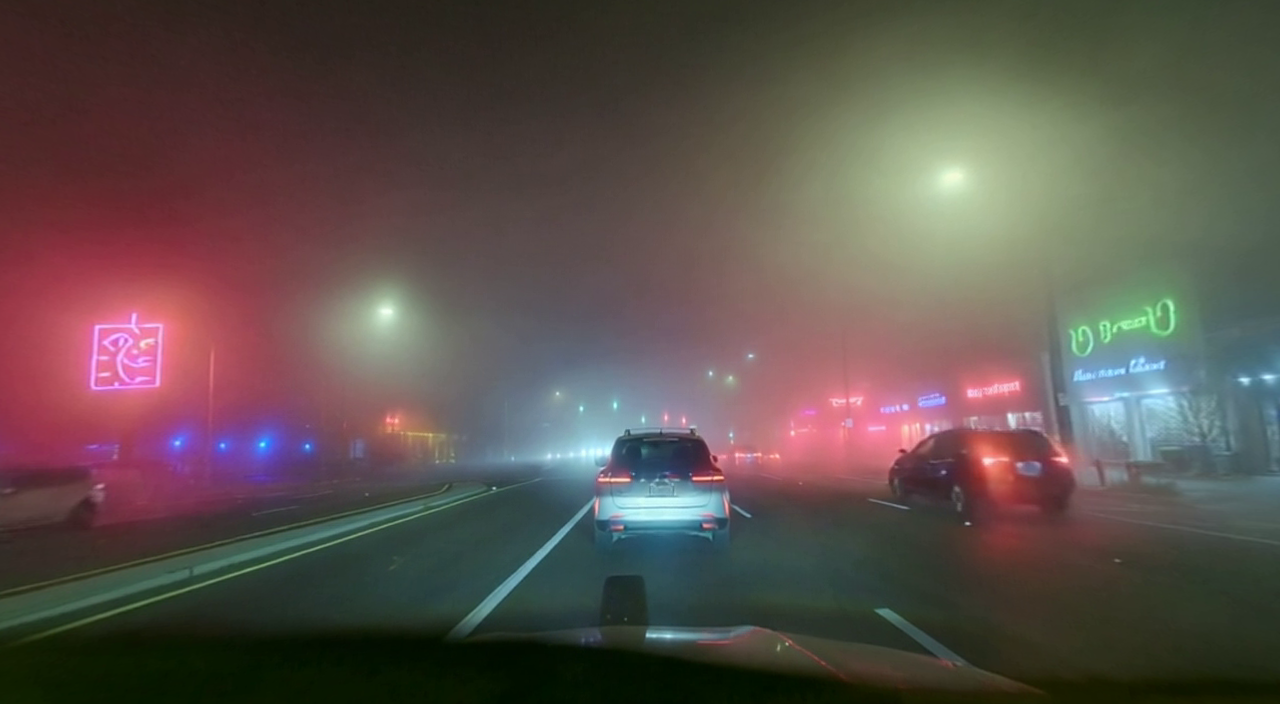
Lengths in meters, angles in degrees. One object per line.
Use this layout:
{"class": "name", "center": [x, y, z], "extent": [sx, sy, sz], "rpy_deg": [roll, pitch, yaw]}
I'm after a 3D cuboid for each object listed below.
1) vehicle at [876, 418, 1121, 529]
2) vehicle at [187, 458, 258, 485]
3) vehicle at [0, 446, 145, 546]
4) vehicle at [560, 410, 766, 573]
{"class": "vehicle", "center": [6.125, 2.118, 11.547], "extent": [2.086, 1.627, 4.294], "rpy_deg": [-1, -8, 3]}
{"class": "vehicle", "center": [-27.872, 7.937, 42.207], "extent": [1.861, 1.578, 4.152], "rpy_deg": [0, -8, 1]}
{"class": "vehicle", "center": [-12.055, 2.653, 11.942], "extent": [1.965, 1.695, 4.284], "rpy_deg": [0, -8, -3]}
{"class": "vehicle", "center": [0.224, 1.727, 8.537], "extent": [2.125, 1.669, 3.880], "rpy_deg": [0, -8, 0]}
